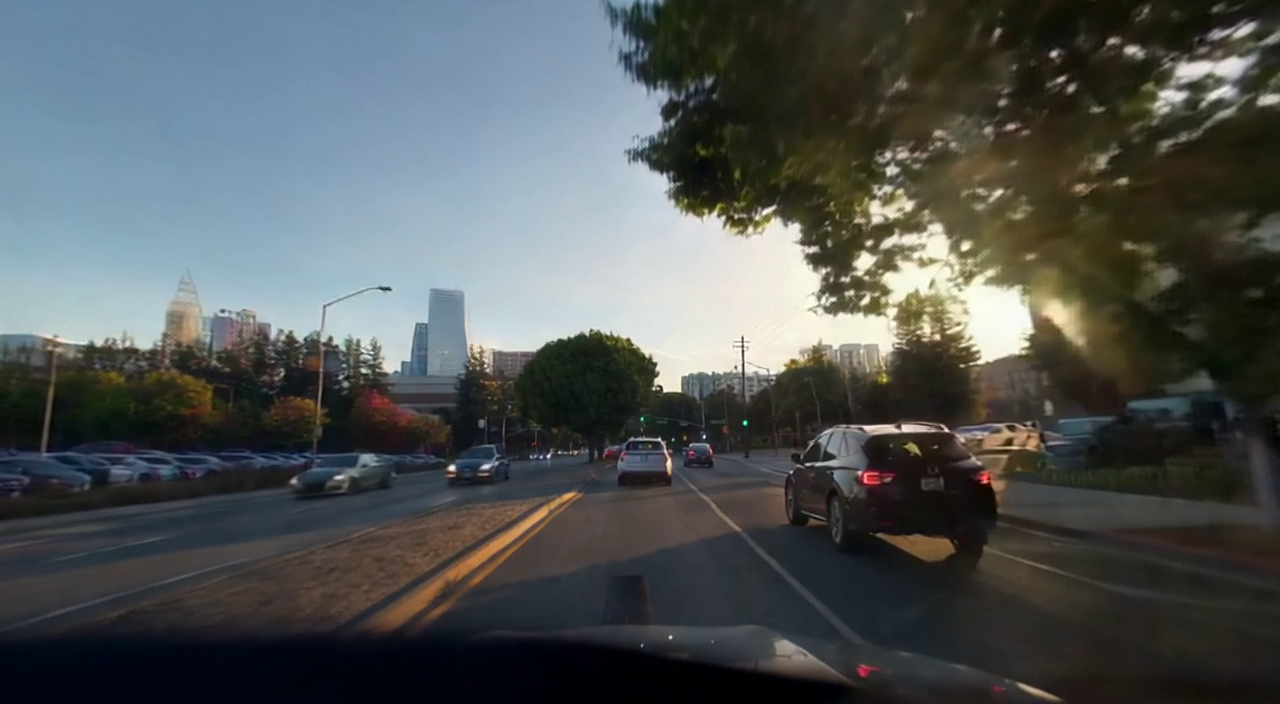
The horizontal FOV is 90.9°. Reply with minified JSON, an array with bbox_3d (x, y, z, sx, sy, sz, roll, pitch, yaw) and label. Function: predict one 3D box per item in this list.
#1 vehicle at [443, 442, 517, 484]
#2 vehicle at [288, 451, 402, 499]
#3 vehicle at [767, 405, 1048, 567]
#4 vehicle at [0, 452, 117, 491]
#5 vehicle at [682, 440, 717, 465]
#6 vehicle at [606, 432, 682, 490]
[{"bbox_3d":[-6.762,4.717,27.211,2.008,1.638,4.552,0,-8,0],"label":"vehicle"},{"bbox_3d":[-10.527,4.396,22.925,1.967,1.494,4.483,0,-9,0],"label":"vehicle"},{"bbox_3d":[3.340,1.778,9.093,2.024,1.711,4.512,0,-8,0],"label":"vehicle"},{"bbox_3d":[-22.865,4.485,23.904,4.046,1.394,2.134,0,-9,-2],"label":"vehicle"},{"bbox_3d":[3.819,6.521,40.978,1.880,1.503,4.130,0,-9,0],"label":"vehicle"},{"bbox_3d":[0.114,3.496,20.498,2.200,1.653,4.127,0,-8,0],"label":"vehicle"}]
